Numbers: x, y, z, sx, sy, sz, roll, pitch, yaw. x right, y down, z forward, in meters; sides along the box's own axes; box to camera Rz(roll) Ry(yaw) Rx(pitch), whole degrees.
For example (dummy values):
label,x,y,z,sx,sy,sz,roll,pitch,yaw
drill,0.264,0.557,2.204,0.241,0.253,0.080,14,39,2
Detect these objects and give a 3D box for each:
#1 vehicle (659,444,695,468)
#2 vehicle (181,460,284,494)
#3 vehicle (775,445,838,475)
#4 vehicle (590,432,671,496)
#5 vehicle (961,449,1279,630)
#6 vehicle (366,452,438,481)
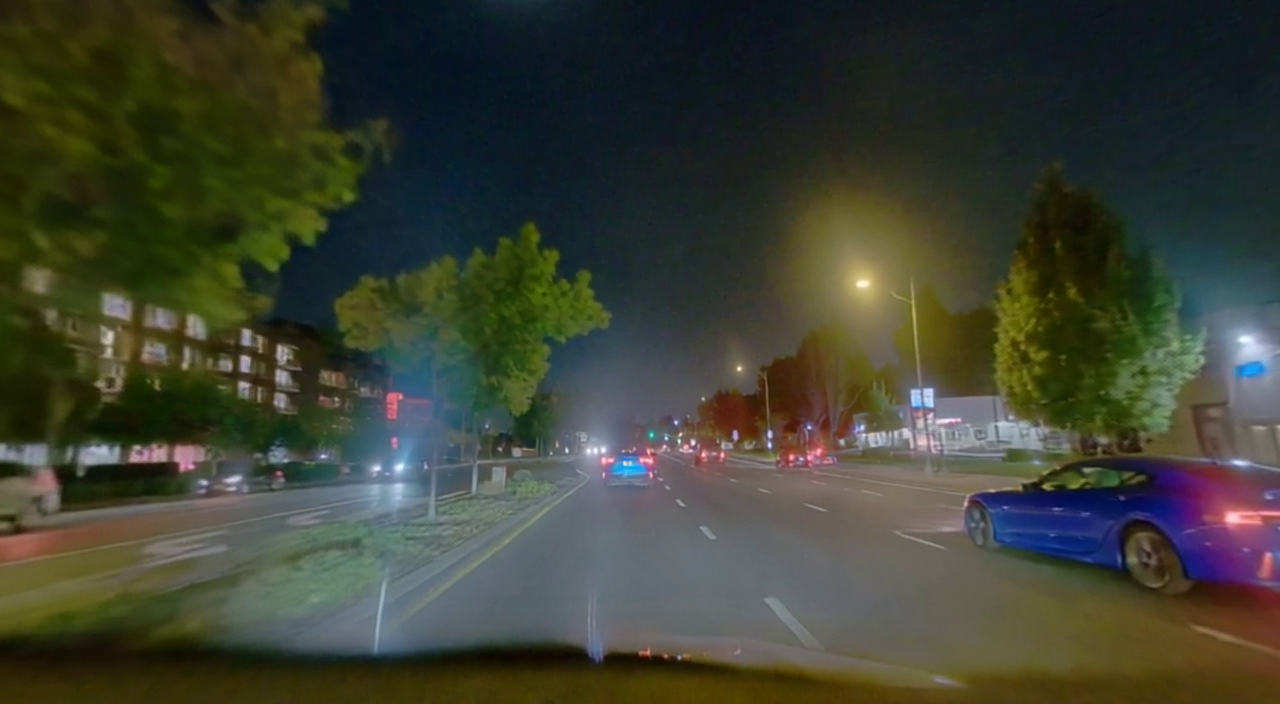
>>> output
label,x,y,z,sx,sy,sz,roll,pitch,yaw
vehicle,2.411,6.939,42.195,2.078,1.471,4.142,0,-9,-2
vehicle,-19.835,6.088,31.048,1.879,1.513,4.466,-1,-9,4
vehicle,8.771,5.751,33.638,2.045,1.484,4.342,0,-9,-2
vehicle,-0.302,3.457,19.716,2.266,1.762,4.131,0,-9,-1
vehicle,5.709,1.709,6.667,2.258,1.294,4.312,0,-9,-2
vehicle,-13.341,6.441,35.822,2.217,1.519,4.724,0,-9,0
